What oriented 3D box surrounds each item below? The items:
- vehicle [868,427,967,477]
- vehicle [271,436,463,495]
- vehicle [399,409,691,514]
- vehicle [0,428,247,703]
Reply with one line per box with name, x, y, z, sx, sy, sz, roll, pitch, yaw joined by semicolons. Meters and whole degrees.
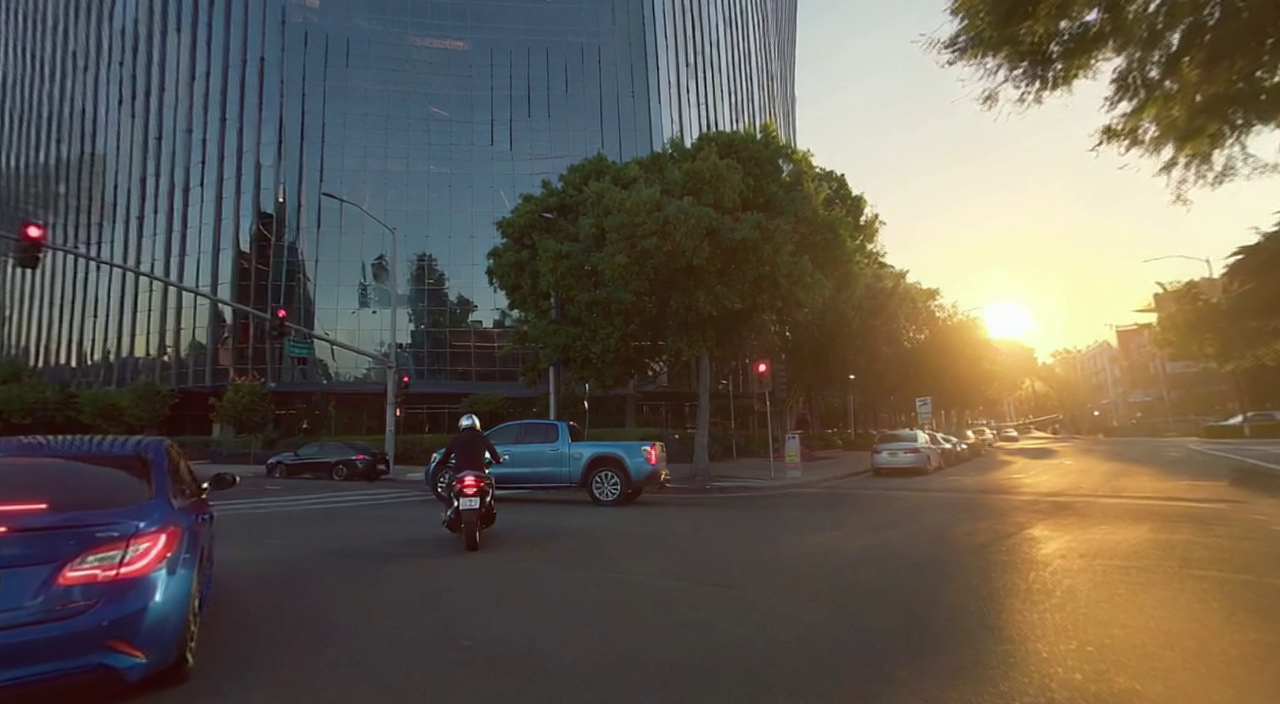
vehicle;10.346;3.659;23.320;2.084;1.656;4.583;-7;-11;38
vehicle;-7.373;3.100;17.352;4.401;1.480;1.864;-1;-8;3
vehicle;-2.059;2.320;13.867;5.833;1.960;2.341;2;-9;-16
vehicle;-4.142;1.306;4.370;2.009;1.450;4.182;5;-10;-36
